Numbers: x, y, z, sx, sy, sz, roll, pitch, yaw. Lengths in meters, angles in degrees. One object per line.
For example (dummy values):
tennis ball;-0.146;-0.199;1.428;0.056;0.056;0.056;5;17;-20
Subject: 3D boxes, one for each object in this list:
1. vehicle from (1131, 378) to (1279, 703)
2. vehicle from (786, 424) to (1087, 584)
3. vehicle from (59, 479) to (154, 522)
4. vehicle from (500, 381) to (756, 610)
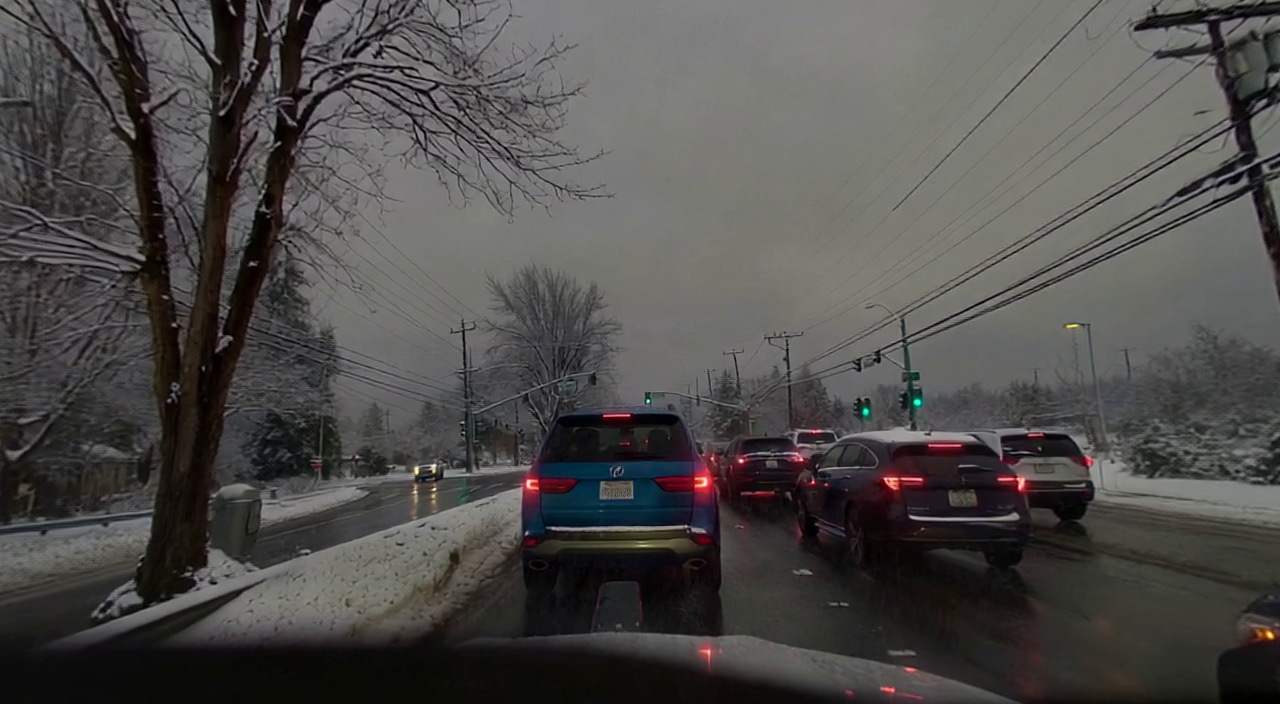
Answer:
vehicle;3.276;0.625;0.755;1.889;1.517;4.308;0;-9;0
vehicle;3.494;1.851;8.589;1.880;1.579;4.401;0;-9;-1
vehicle;-26.338;7.335;31.158;4.526;1.715;1.989;-11;-13;29
vehicle;-0.144;1.570;7.757;2.231;1.998;4.254;0;-9;-1
